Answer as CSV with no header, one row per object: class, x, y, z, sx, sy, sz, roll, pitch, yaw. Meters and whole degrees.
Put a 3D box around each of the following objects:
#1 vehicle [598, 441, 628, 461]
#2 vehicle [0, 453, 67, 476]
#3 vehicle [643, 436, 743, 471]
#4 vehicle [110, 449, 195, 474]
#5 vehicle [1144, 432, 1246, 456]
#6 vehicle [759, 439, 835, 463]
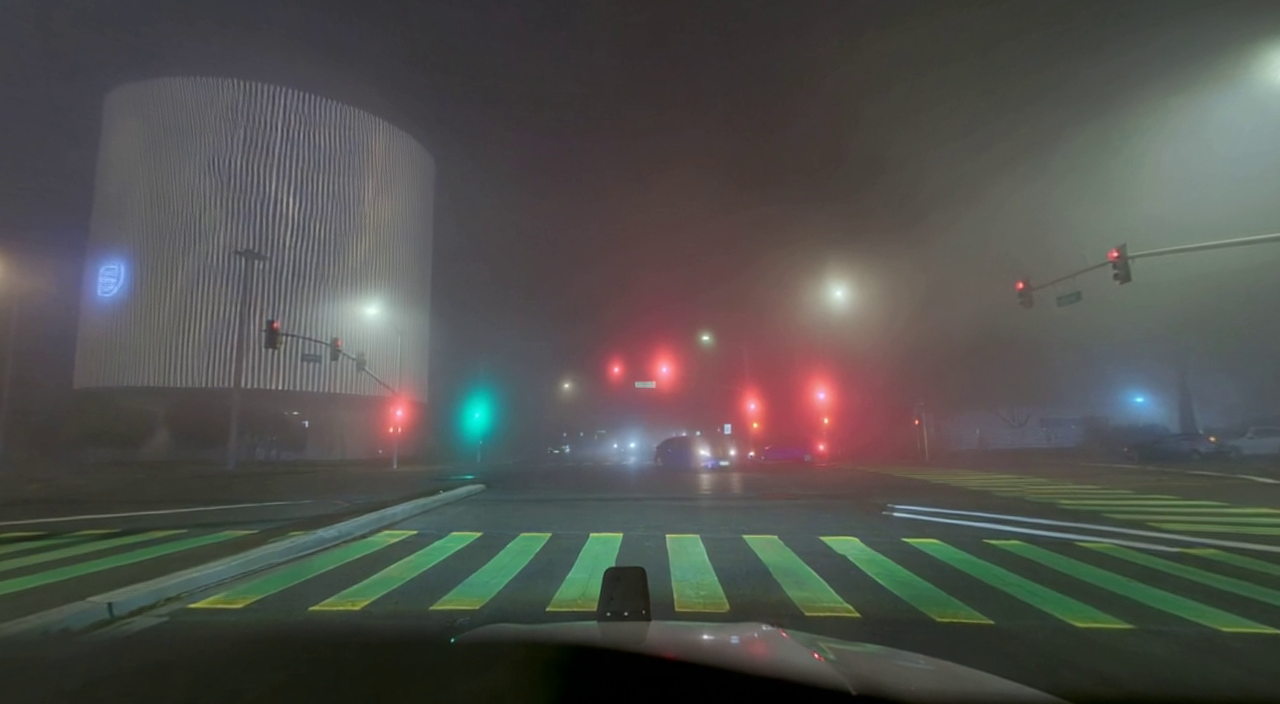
vehicle,-2.079,7.747,49.260,2.057,1.467,4.354,0,-8,2
vehicle,-41.619,7.634,42.789,3.698,1.467,1.779,0,-8,1
vehicle,2.350,4.721,29.517,2.280,1.454,4.836,5,-10,-31
vehicle,-33.033,7.402,42.769,4.136,1.661,1.857,0,-8,1
vehicle,36.196,6.016,41.169,4.767,1.456,1.858,-1,-8,3
vehicle,9.869,6.294,39.976,4.529,1.457,1.981,-2,-9,11
